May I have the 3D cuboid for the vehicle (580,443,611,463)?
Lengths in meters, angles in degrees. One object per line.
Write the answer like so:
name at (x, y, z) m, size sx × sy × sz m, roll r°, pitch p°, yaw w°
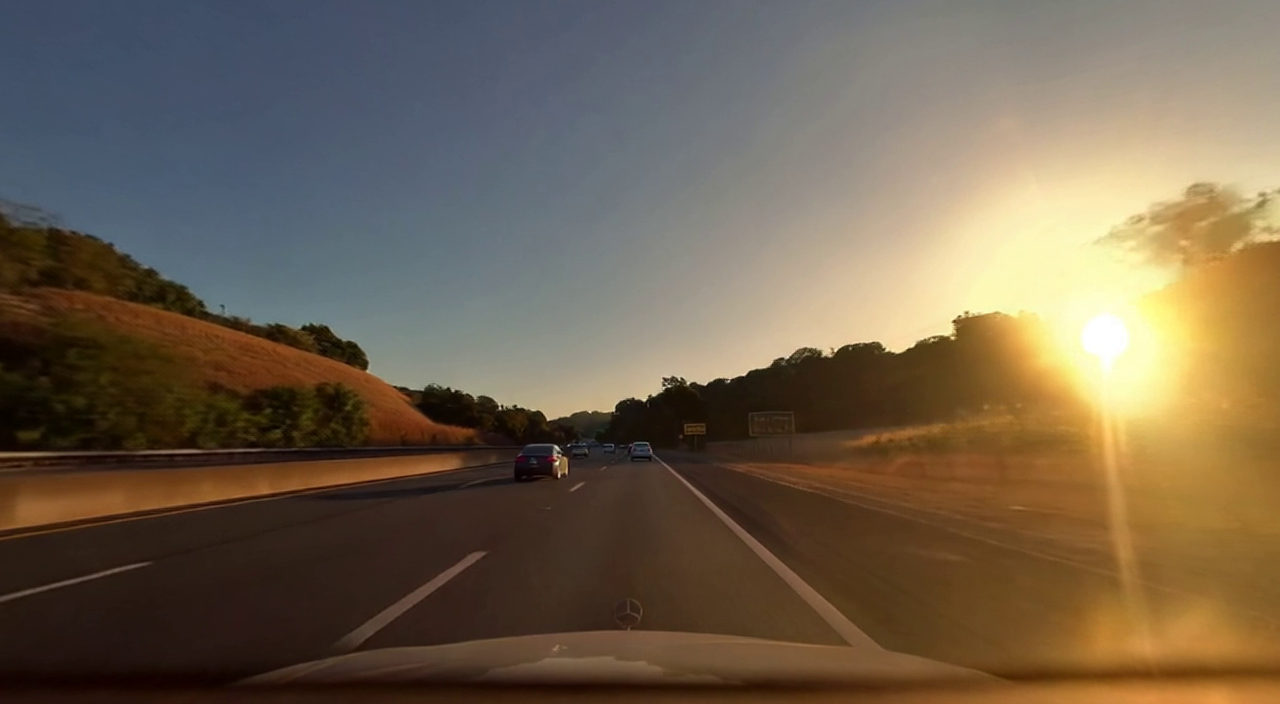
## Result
vehicle at (-3.468, 7.904, 49.743) m, size 2.066 × 1.497 × 4.253 m, roll 0°, pitch -8°, yaw 1°

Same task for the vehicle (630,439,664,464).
vehicle at (0.453, 7.009, 44.509) m, size 2.259 × 1.697 × 4.106 m, roll 0°, pitch -8°, yaw 0°

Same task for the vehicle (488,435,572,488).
vehicle at (-3.681, 3.756, 22.006) m, size 2.028 × 1.634 × 4.441 m, roll 0°, pitch -8°, yaw 1°
